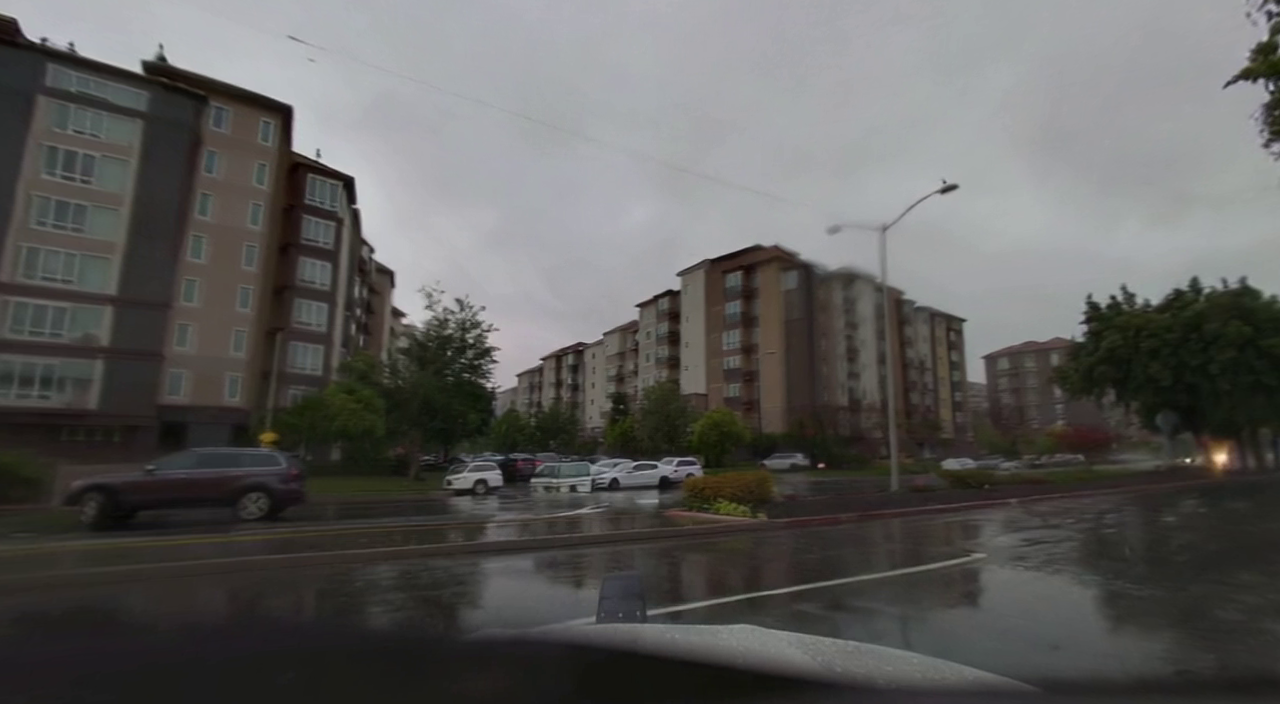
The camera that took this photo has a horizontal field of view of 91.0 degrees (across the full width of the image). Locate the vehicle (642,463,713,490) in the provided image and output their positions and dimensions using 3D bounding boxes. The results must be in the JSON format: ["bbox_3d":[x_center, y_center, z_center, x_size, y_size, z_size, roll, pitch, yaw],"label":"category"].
[{"bbox_3d":[2.430,7.947,40.353,4.384,1.496,1.816,6,-11,-37],"label":"vehicle"}]

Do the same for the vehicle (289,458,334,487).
[{"bbox_3d":[-18.924,6.904,36.189,1.908,1.485,3.975,5,-10,-31],"label":"vehicle"}]

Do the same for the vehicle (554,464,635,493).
[{"bbox_3d":[-2.493,7.117,35.561,1.933,1.479,4.718,-10,-14,36],"label":"vehicle"}]

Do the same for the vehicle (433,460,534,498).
[{"bbox_3d":[-8.083,6.546,32.765,4.706,1.739,1.858,6,-11,-36],"label":"vehicle"}]

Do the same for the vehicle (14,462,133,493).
[{"bbox_3d":[-29.684,6.578,33.082,4.302,1.469,1.872,0,-9,-3],"label":"vehicle"}]

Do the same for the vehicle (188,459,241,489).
[{"bbox_3d":[-26.909,7.695,39.937,2.077,1.576,4.446,1,-8,-25],"label":"vehicle"}]

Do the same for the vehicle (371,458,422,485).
[{"bbox_3d":[-14.927,7.252,38.533,1.886,1.464,4.020,6,-11,-35],"label":"vehicle"}]
